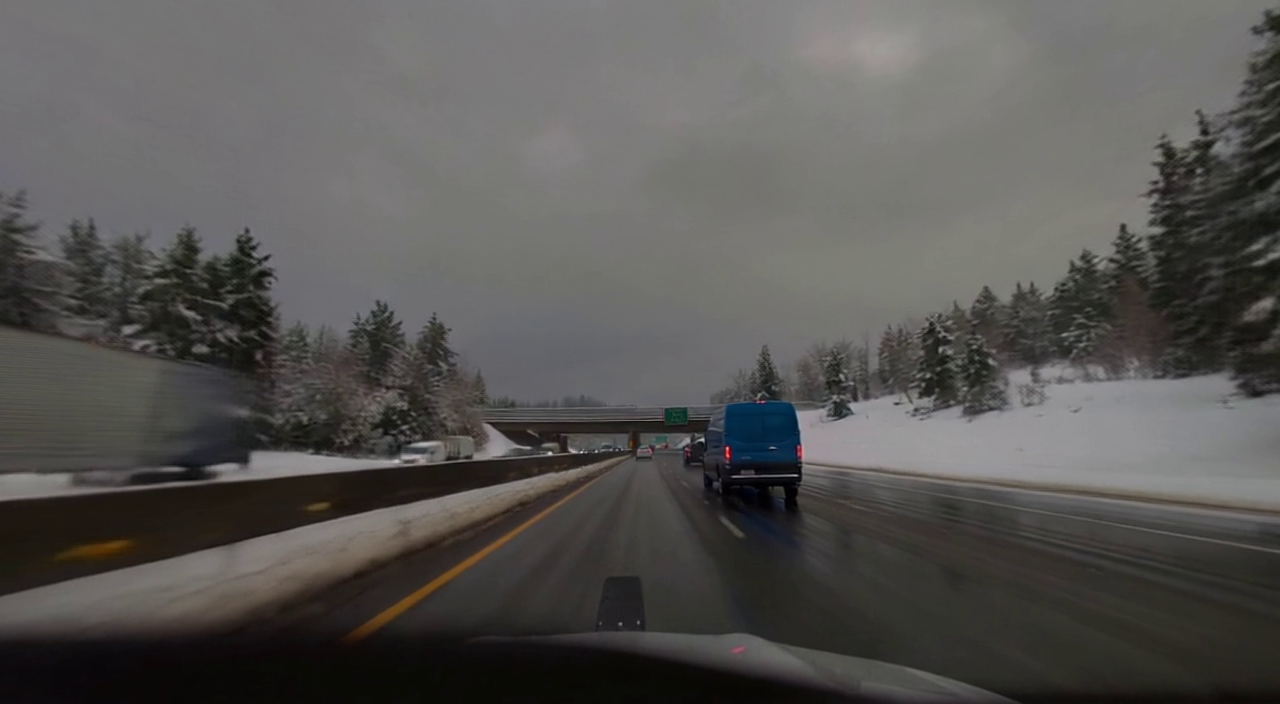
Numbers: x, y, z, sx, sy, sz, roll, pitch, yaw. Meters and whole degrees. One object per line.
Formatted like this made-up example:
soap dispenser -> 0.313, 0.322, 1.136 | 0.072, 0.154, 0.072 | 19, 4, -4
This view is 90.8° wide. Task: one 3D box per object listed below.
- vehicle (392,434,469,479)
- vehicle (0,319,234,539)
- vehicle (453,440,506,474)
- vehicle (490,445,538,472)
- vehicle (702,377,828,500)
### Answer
vehicle -> -14.614, 7.381, 44.689 | 3.167, 2.873, 6.515 | 0, -9, 0
vehicle -> -15.339, 1.456, 12.242 | 3.234, 4.648, 17.365 | 0, -9, 1
vehicle -> -10.713, 7.057, 42.519 | 2.122, 2.169, 5.020 | 0, -9, 1
vehicle -> -7.356, 6.273, 37.265 | 1.902, 1.496, 4.320 | 0, -9, 1
vehicle -> 3.564, 2.756, 19.808 | 2.460, 3.155, 6.902 | 0, -9, 0
